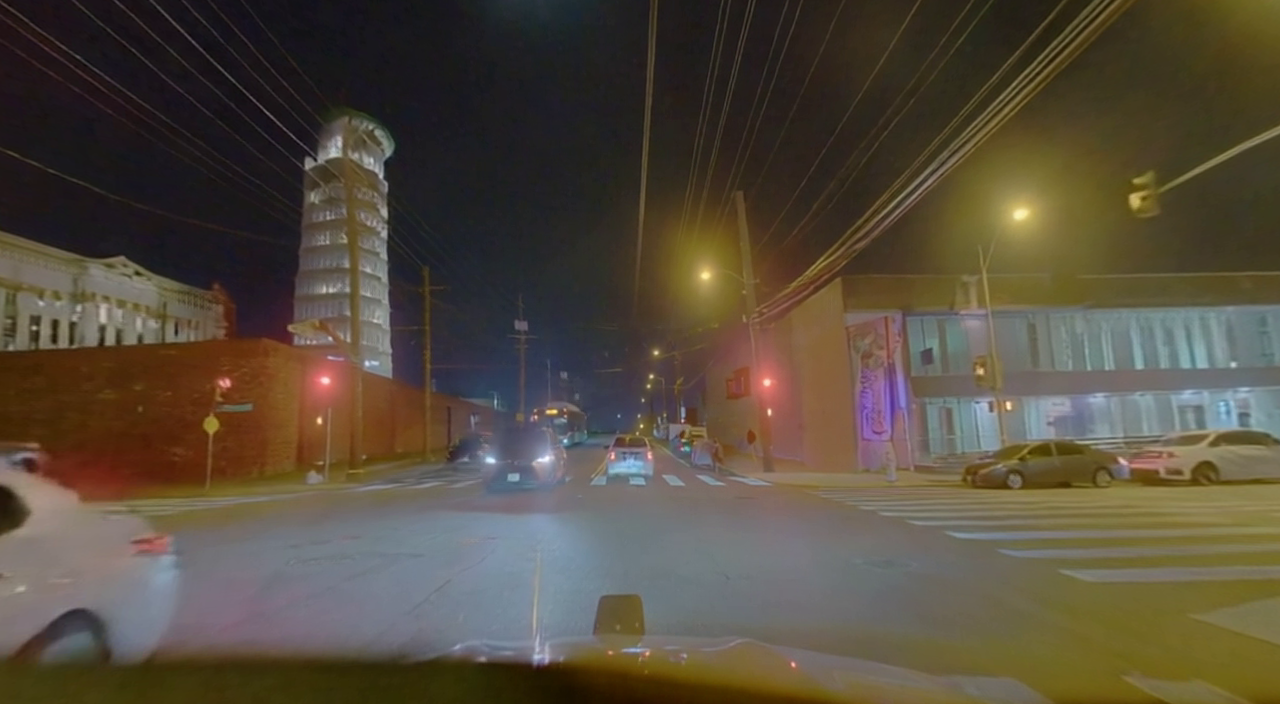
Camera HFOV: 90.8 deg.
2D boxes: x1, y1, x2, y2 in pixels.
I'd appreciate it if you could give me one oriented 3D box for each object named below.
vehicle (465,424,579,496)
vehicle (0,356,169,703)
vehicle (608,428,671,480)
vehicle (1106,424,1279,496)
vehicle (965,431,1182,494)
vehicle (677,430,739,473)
[{"bbox_3d":[-3.483,3.372,20.150,2.474,1.926,5.823,0,-8,0],"label":"vehicle"},{"bbox_3d":[-3.284,0.663,0.960,2.055,1.660,3.954,0,-8,-1],"label":"vehicle"},{"bbox_3d":[-0.054,3.837,23.927,2.190,1.783,4.048,0,-8,-1],"label":"vehicle"},{"bbox_3d":[14.228,2.493,14.711,5.045,1.527,2.107,0,-8,-1],"label":"vehicle"},{"bbox_3d":[12.044,3.074,17.823,4.576,1.650,1.980,0,-8,2],"label":"vehicle"},{"bbox_3d":[2.922,4.418,28.144,2.171,1.751,4.373,0,-9,-1],"label":"vehicle"}]
